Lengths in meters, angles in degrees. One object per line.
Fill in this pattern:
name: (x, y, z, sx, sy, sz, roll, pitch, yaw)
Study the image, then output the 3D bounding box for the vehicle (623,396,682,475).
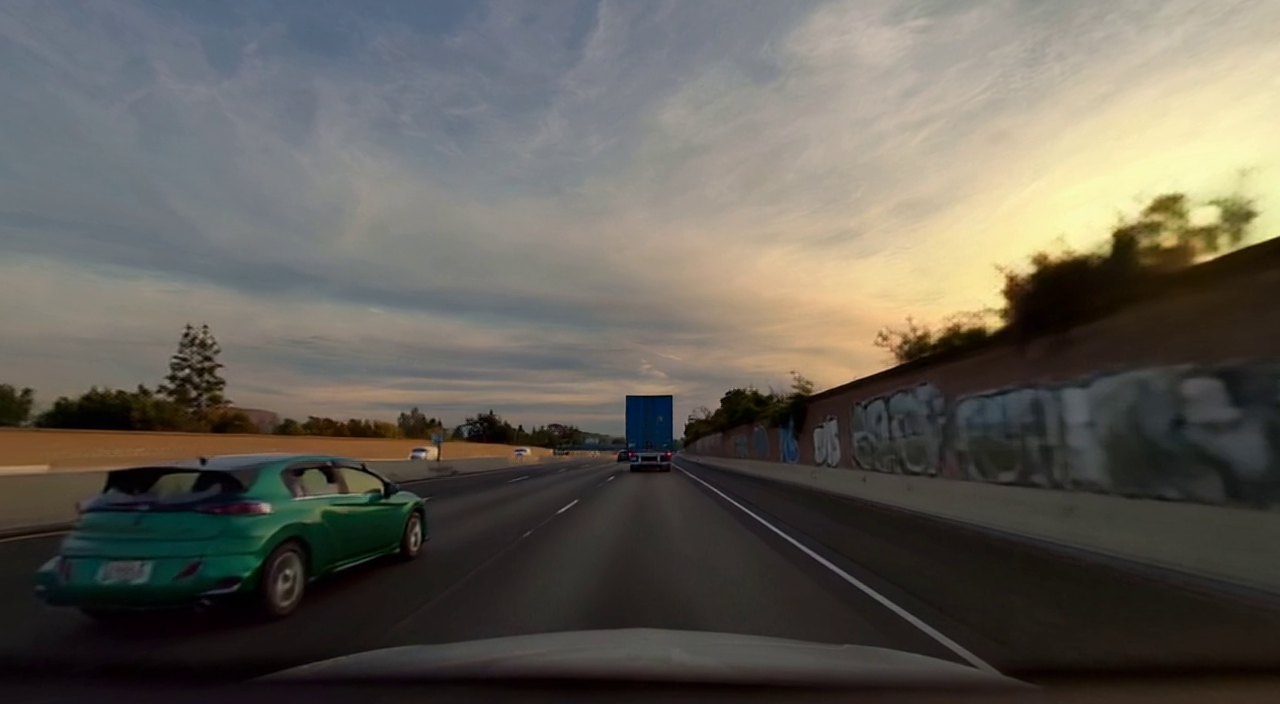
vehicle: (0.618, 5.111, 37.774, 2.997, 4.069, 10.871, 0, -9, 0)
